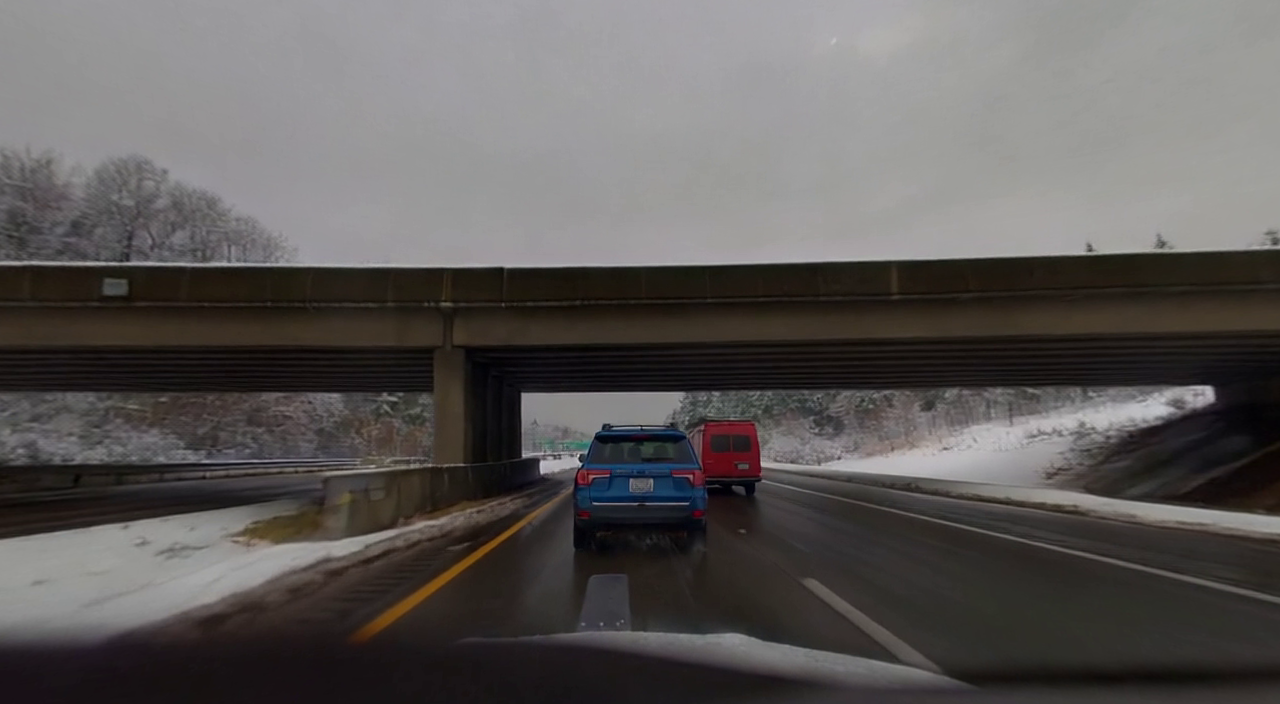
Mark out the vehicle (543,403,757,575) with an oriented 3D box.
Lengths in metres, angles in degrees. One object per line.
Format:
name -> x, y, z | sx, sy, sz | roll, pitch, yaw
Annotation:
vehicle -> 0.111, 1.783, 8.864 | 2.288, 1.823, 4.059 | 0, -9, 0
